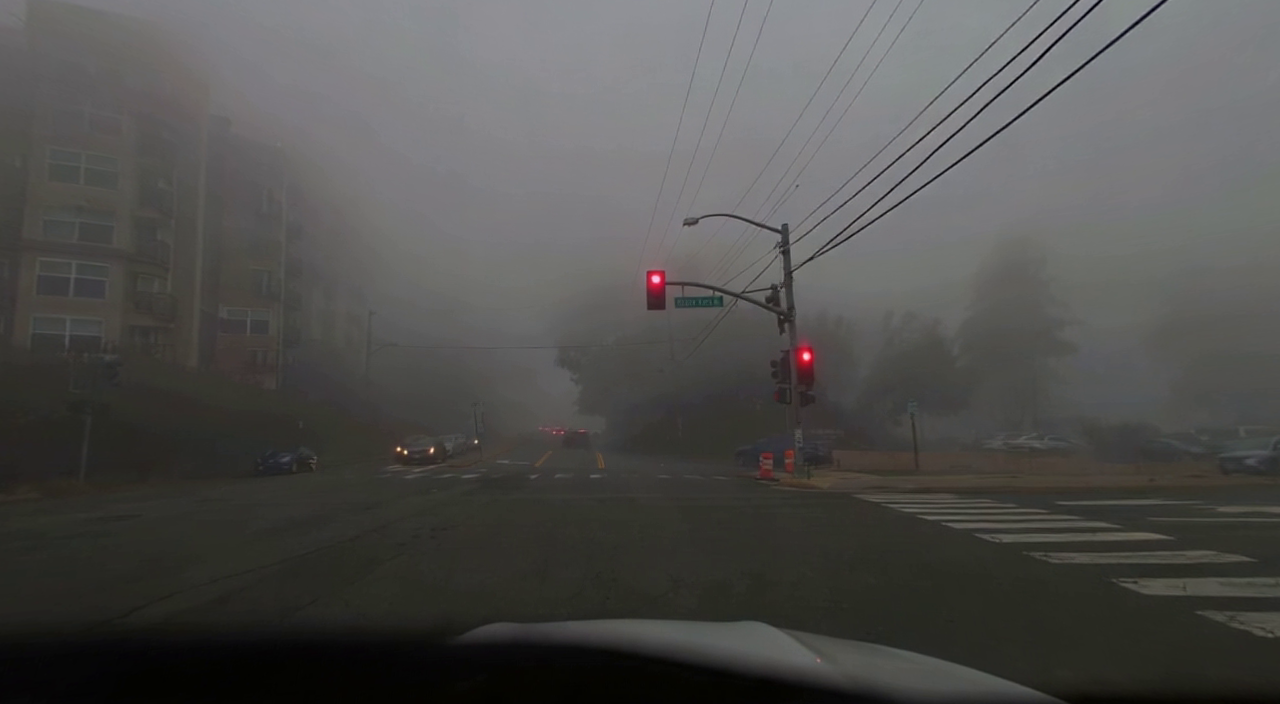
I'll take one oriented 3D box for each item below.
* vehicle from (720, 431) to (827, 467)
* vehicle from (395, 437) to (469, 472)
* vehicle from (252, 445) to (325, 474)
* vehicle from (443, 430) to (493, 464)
[{"bbox_3d":[6.363,4.712,30.666,2.073,1.571,4.790,7,-11,-39],"label":"vehicle"},{"bbox_3d":[-9.670,4.801,29.768,2.116,1.521,4.294,0,-9,-1],"label":"vehicle"},{"bbox_3d":[-21.075,6.453,38.107,1.981,1.628,4.336,0,-9,-1],"label":"vehicle"},{"bbox_3d":[-9.761,5.455,36.177,1.910,1.818,4.057,0,-9,-3],"label":"vehicle"}]
